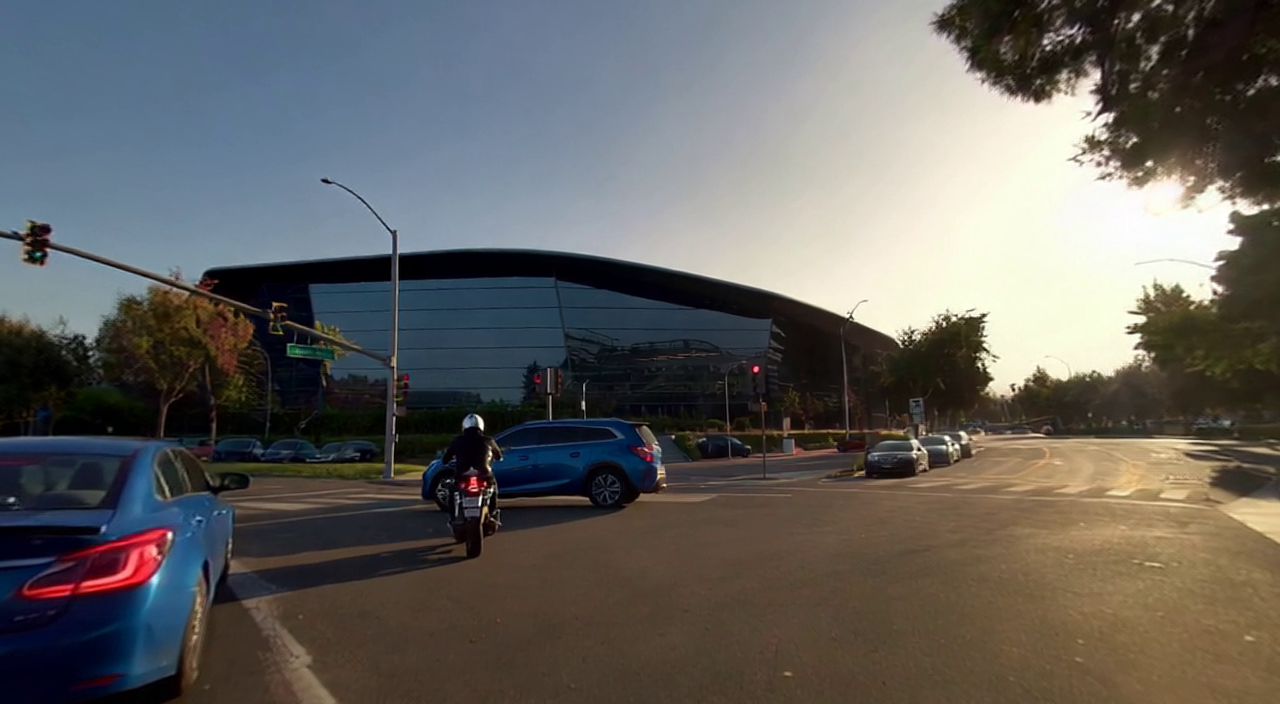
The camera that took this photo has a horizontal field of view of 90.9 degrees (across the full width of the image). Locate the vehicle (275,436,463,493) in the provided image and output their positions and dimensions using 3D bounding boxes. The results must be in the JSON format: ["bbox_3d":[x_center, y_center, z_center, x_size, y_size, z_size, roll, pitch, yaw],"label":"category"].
[{"bbox_3d":[-7.465,3.119,17.671,4.401,1.480,1.864,-1,-8,2],"label":"vehicle"}]

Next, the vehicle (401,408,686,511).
[{"bbox_3d":[-2.132,2.346,14.196,5.833,1.960,2.341,2,-9,-16],"label":"vehicle"}]

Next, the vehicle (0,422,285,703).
[{"bbox_3d":[-4.114,1.315,4.689,2.009,1.450,4.182,6,-10,-35],"label":"vehicle"}]

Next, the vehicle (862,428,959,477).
[{"bbox_3d":[10.250,3.732,23.697,2.084,1.656,4.583,-7,-10,38],"label":"vehicle"}]
